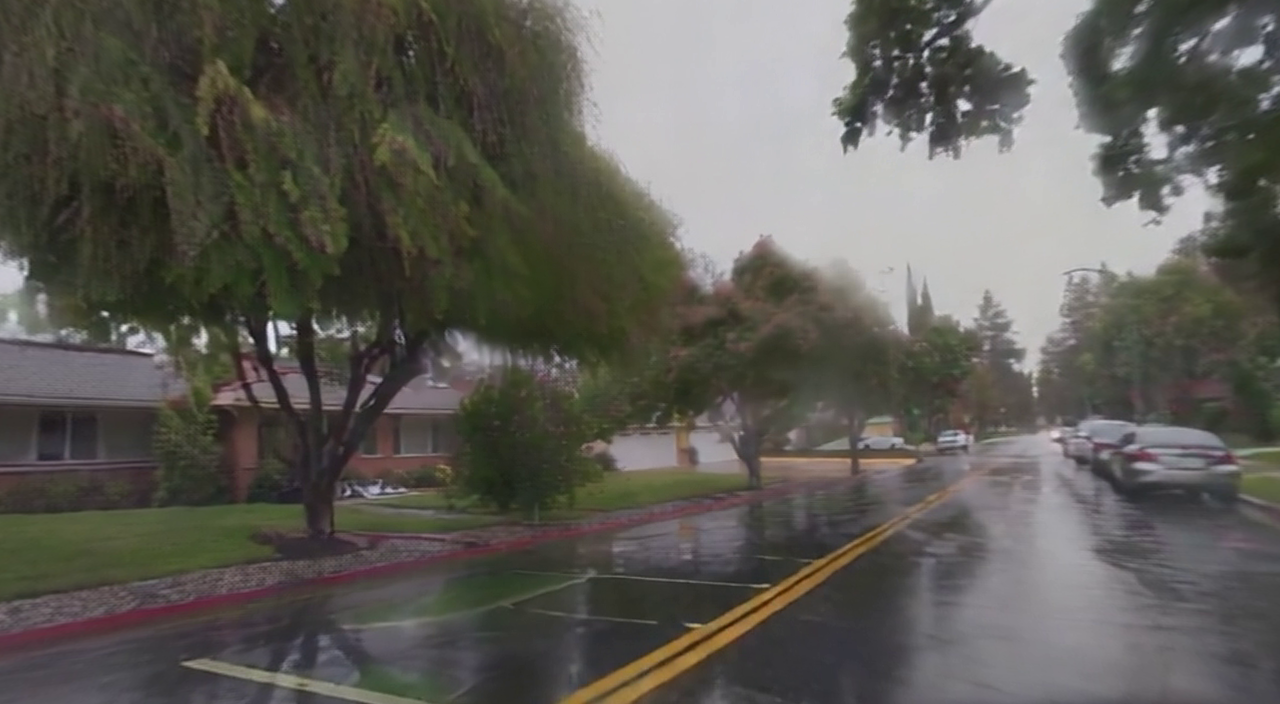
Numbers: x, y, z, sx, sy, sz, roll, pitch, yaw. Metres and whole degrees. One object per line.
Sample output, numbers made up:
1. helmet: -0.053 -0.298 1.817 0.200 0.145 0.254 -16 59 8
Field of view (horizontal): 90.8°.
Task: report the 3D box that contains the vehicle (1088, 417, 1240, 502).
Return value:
1. vehicle: 12.777 2.628 15.754 2.204 1.776 4.262 -5 -10 31
